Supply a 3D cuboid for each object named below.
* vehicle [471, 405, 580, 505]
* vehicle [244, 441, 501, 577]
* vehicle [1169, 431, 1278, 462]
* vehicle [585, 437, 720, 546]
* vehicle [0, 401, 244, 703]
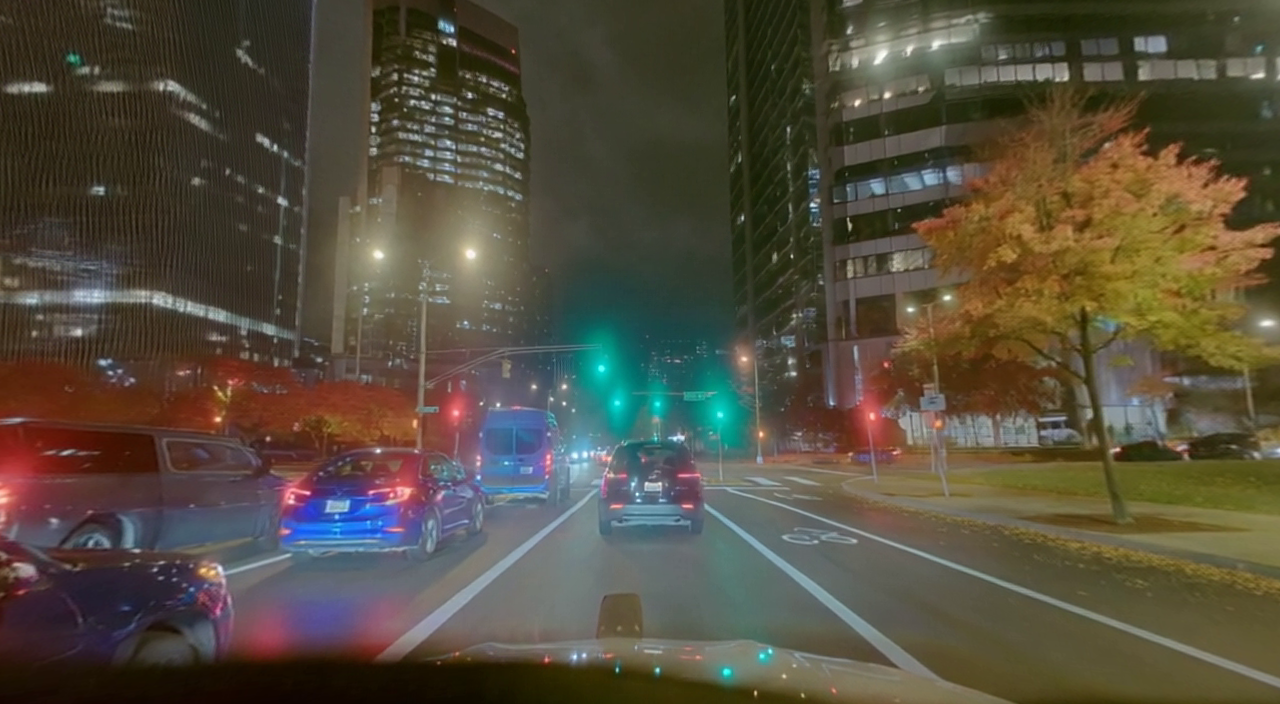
[{"bbox_3d":[-3.312,3.186,19.613,2.343,2.635,5.684,0,-9,0],"label":"vehicle"},{"bbox_3d":[-3.506,2.116,9.271,1.955,1.499,4.223,0,-9,0],"label":"vehicle"},{"bbox_3d":[28.604,4.681,30.895,1.631,1.416,3.914,-1,-9,1],"label":"vehicle"},{"bbox_3d":[0.163,2.336,11.058,1.979,1.562,3.630,0,-9,0],"label":"vehicle"},{"bbox_3d":[-2.903,0.783,1.103,1.893,1.491,3.798,0,-9,0],"label":"vehicle"}]
